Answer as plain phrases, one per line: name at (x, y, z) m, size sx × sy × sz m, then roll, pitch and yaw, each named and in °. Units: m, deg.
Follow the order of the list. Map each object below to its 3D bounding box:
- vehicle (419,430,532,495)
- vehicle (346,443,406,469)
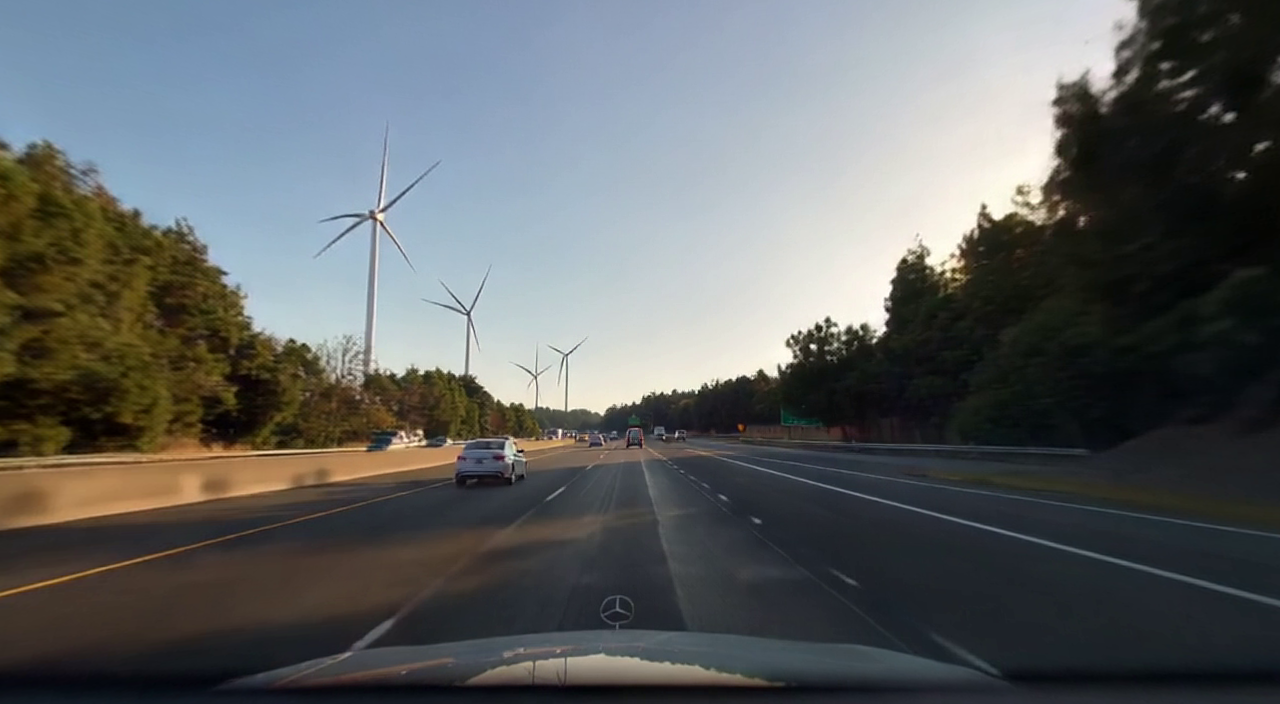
vehicle at (-4.226, 2.889, 16.870) m, size 1.950 × 1.511 × 3.965 m, roll 0°, pitch -8°, yaw 0°
vehicle at (-16.870, 6.630, 40.520) m, size 2.184 × 1.556 × 3.963 m, roll 0°, pitch -8°, yaw -1°
